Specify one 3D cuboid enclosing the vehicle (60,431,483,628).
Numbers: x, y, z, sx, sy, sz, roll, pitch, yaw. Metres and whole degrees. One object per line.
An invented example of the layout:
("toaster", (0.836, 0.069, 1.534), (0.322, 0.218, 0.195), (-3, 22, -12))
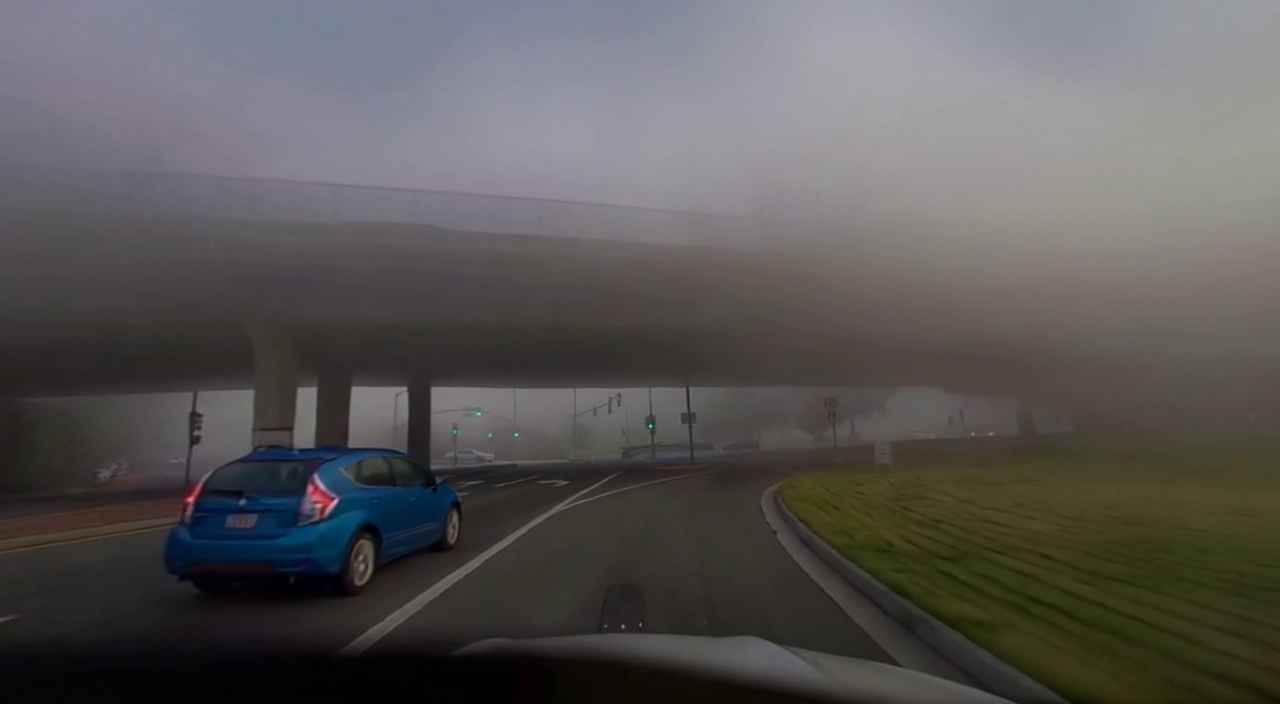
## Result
("vehicle", (-3.369, 1.713, 7.125), (1.963, 1.460, 4.614), (0, -9, 0))
